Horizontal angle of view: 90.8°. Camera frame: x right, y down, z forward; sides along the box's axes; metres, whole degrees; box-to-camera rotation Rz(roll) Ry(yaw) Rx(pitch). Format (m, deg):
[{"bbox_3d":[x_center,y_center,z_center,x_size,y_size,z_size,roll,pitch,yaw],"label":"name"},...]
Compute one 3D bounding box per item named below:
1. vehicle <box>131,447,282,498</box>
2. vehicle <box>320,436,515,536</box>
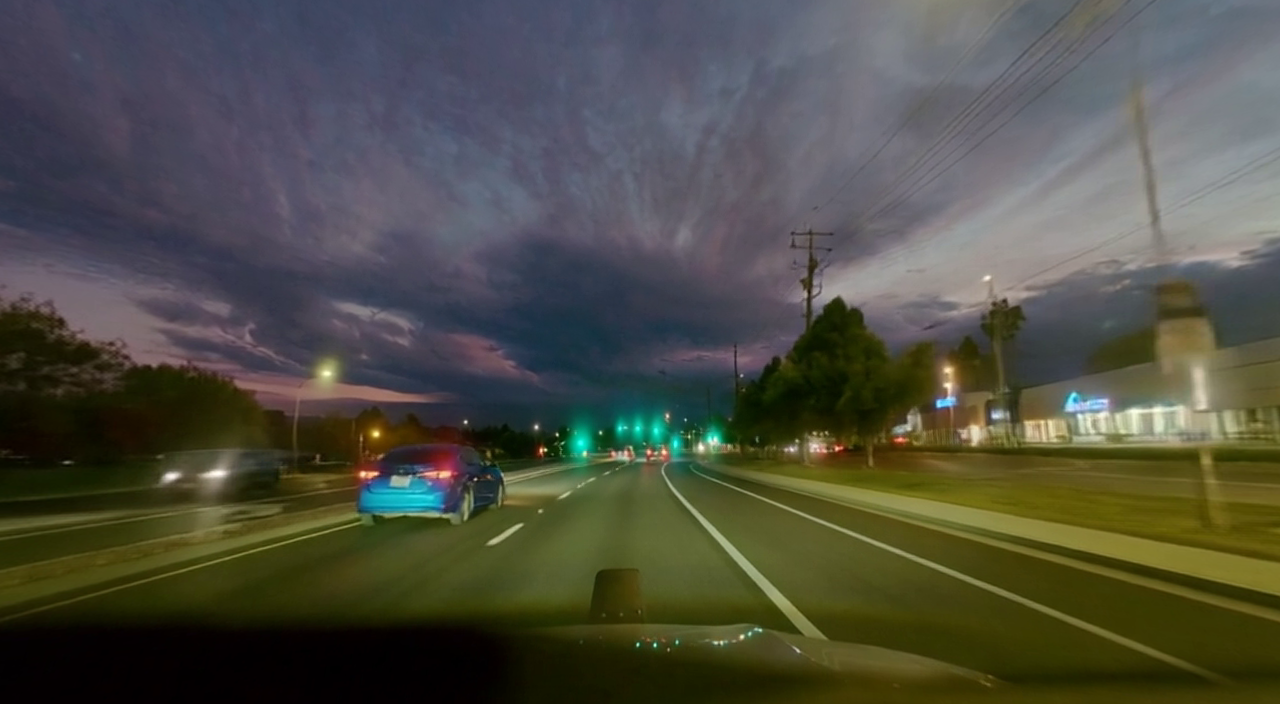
[{"bbox_3d":[-15.898,4.408,23.542,2.332,1.678,4.431,0,-9,3],"label":"vehicle"},{"bbox_3d":[-3.861,2.394,12.010,1.928,1.488,4.635,0,-9,1],"label":"vehicle"}]
